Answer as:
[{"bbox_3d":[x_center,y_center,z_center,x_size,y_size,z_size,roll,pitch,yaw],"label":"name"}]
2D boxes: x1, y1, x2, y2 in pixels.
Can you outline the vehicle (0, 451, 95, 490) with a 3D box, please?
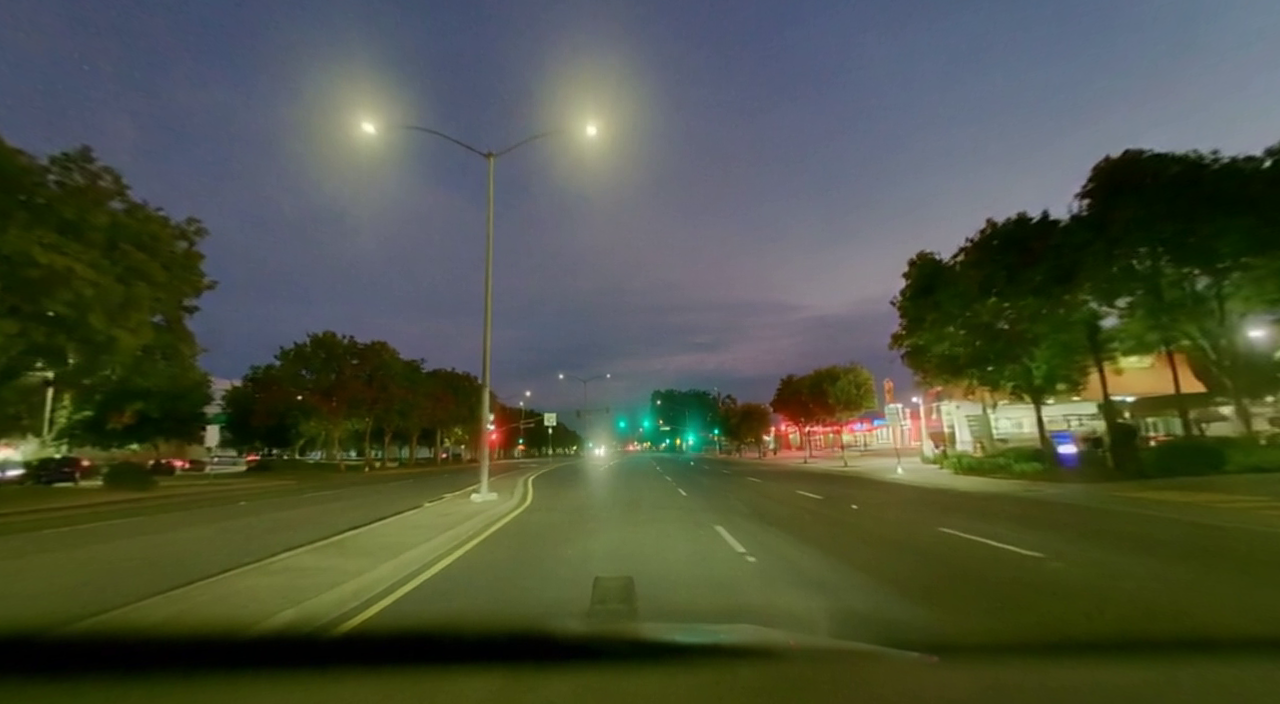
[{"bbox_3d":[-28.892,5.503,29.436,5.122,1.686,1.967,0,-9,1],"label":"vehicle"}]
